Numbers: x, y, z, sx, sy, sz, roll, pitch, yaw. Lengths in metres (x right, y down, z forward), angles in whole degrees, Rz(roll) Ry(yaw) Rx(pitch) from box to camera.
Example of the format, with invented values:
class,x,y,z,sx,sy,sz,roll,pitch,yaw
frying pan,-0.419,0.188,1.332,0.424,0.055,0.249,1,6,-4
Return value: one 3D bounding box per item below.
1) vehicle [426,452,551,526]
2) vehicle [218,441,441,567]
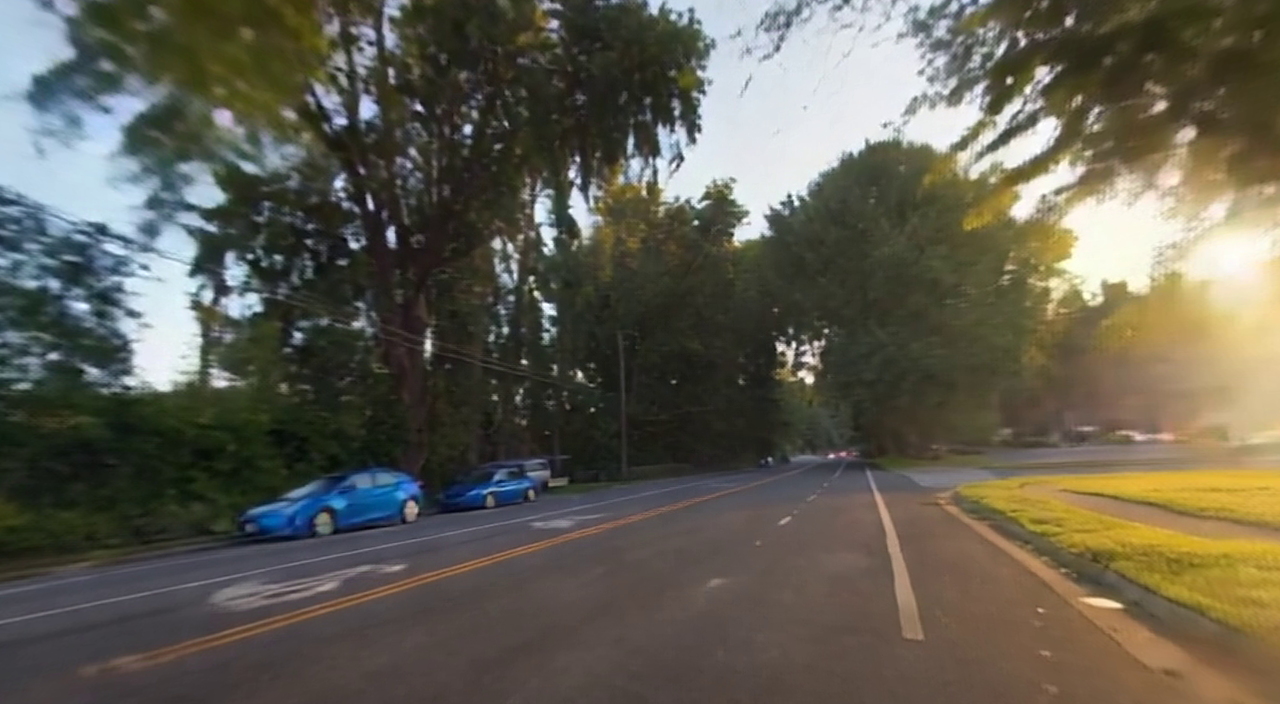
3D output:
class,x,y,z,sx,sy,sz,roll,pitch,yaw
vehicle,-5.271,4.811,22.627,2.087,1.700,4.467,-7,-3,20
vehicle,-7.649,3.705,16.304,2.159,1.959,5.179,-7,-2,14
